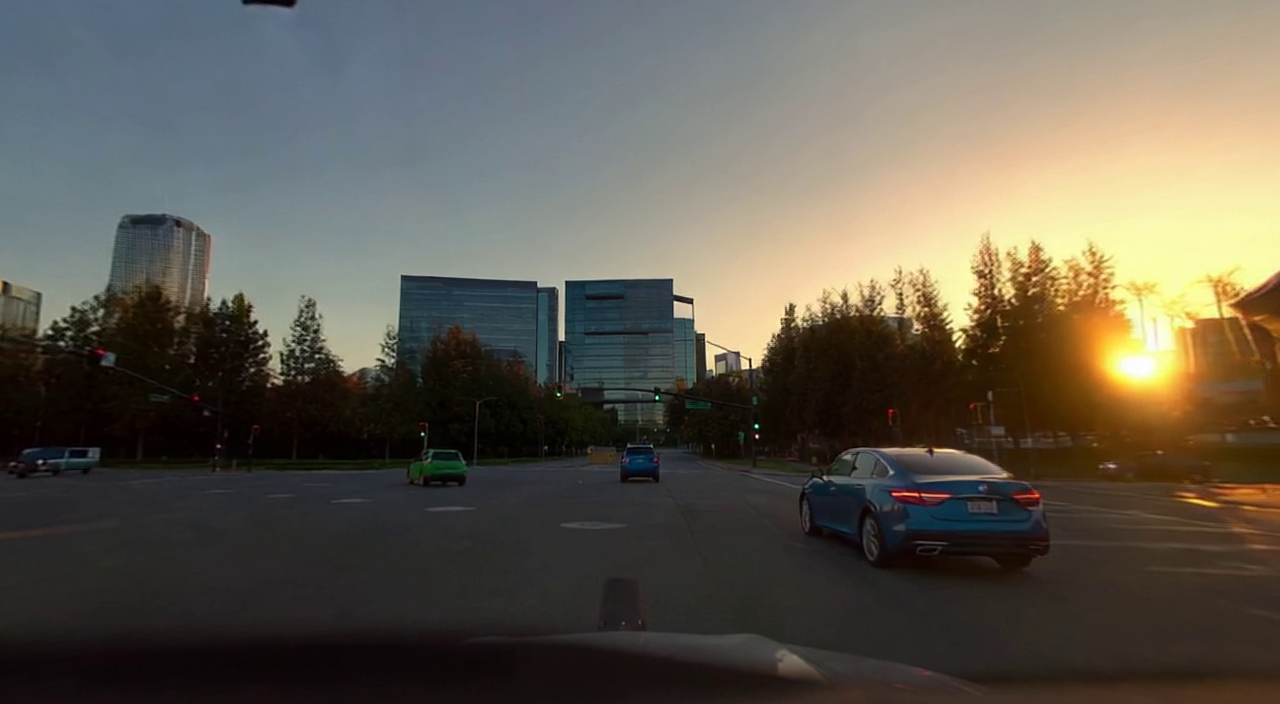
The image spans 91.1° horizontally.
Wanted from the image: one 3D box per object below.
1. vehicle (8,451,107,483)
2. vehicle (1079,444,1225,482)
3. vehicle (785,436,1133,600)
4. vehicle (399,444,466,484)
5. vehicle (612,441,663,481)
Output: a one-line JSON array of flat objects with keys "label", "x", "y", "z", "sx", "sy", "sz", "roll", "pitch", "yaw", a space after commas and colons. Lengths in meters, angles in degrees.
[{"label": "vehicle", "x": -31.583, "y": 6.187, "z": 34.041, "sx": 4.422, "sy": 1.605, "sz": 1.955, "roll": -3, "pitch": -9, "yaw": 20}, {"label": "vehicle", "x": 23.655, "y": 5.107, "z": 29.247, "sx": 4.705, "sy": 1.631, "sz": 2.053, "roll": -2, "pitch": -8, "yaw": 16}, {"label": "vehicle", "x": 3.429, "y": 1.833, "z": 8.015, "sx": 2.056, "sy": 1.468, "sz": 4.520, "roll": 0, "pitch": -8, "yaw": 0}, {"label": "vehicle", "x": -9.481, "y": 5.026, "z": 28.518, "sx": 1.987, "sy": 1.633, "sz": 4.005, "roll": 5, "pitch": -9, "yaw": -30}, {"label": "vehicle", "x": -0.111, "y": 4.893, "z": 28.465, "sx": 2.108, "sy": 1.654, "sz": 4.235, "roll": 0, "pitch": -8, "yaw": 0}]
